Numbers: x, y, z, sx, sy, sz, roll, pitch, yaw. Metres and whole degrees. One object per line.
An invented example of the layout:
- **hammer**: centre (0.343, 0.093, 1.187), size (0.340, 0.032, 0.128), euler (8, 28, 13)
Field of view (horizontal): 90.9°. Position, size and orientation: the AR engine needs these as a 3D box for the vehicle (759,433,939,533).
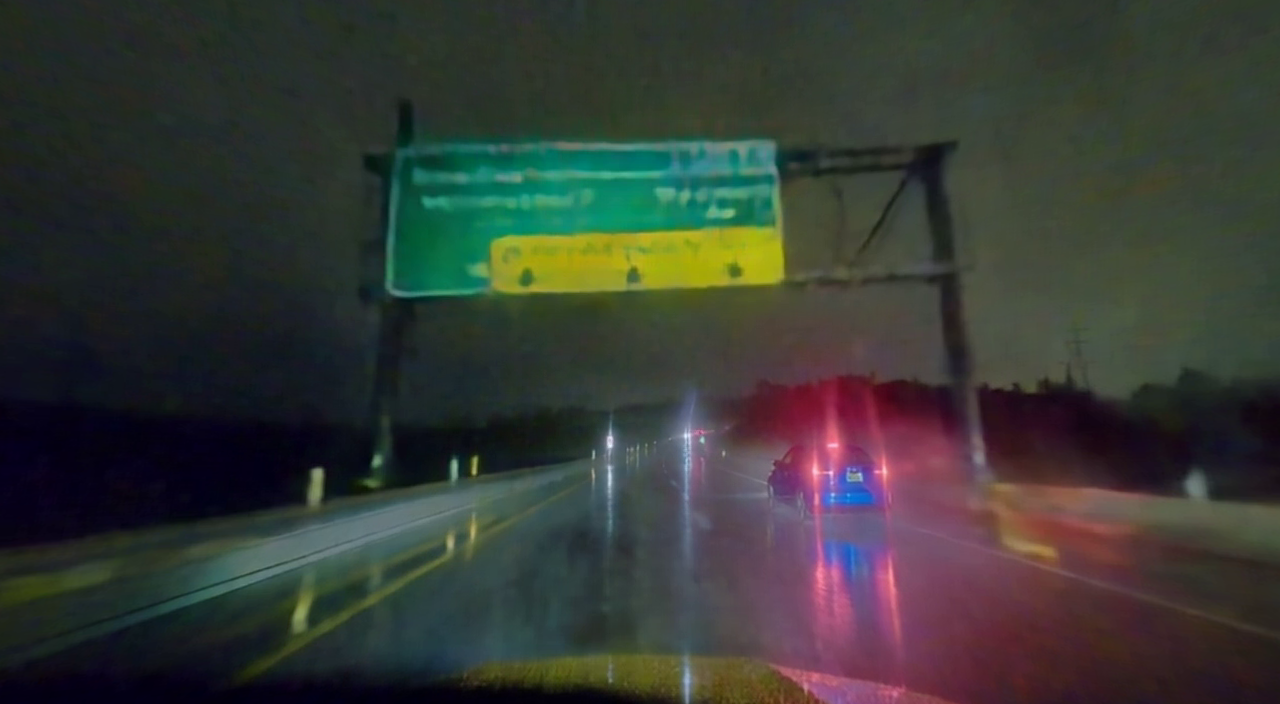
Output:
- **vehicle**: centre (3.621, 2.336, 11.834), size (1.997, 1.515, 4.025), euler (0, -9, 0)
